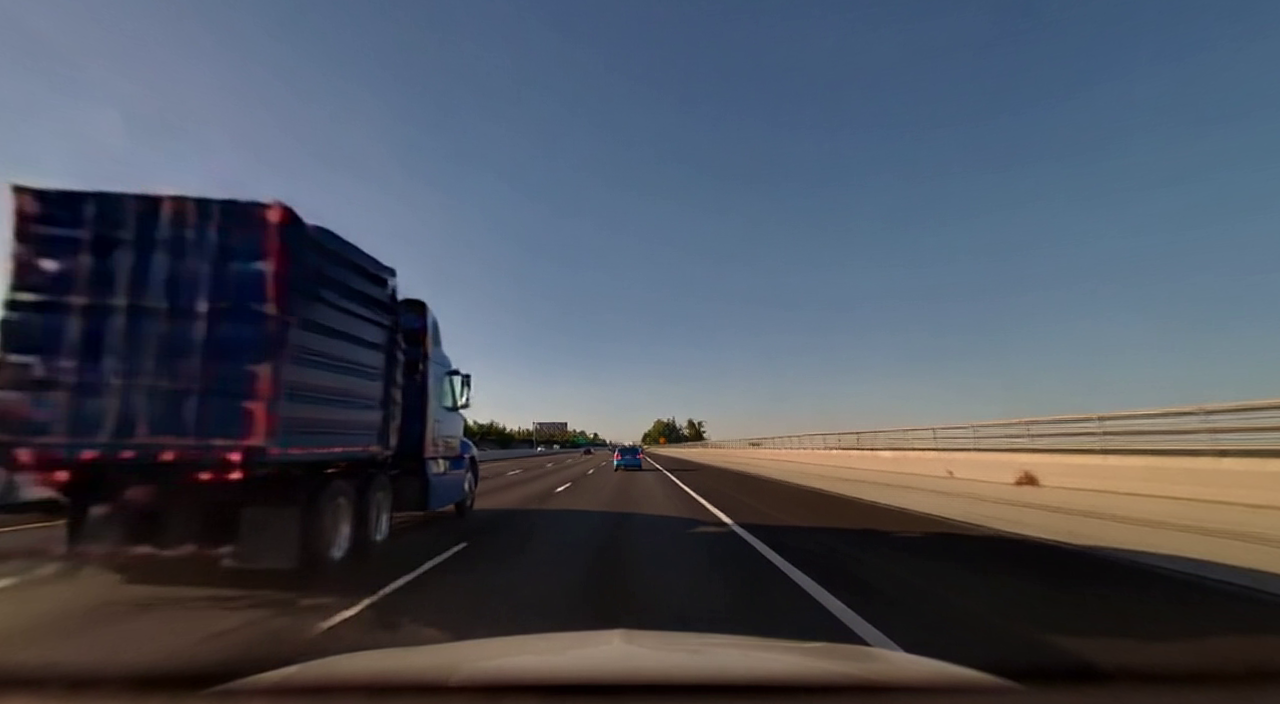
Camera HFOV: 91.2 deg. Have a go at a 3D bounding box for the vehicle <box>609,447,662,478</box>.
[{"bbox_3d":[-0.277,5.439,31.252,2.398,1.336,5.698,0,-9,-1],"label":"vehicle"}]
